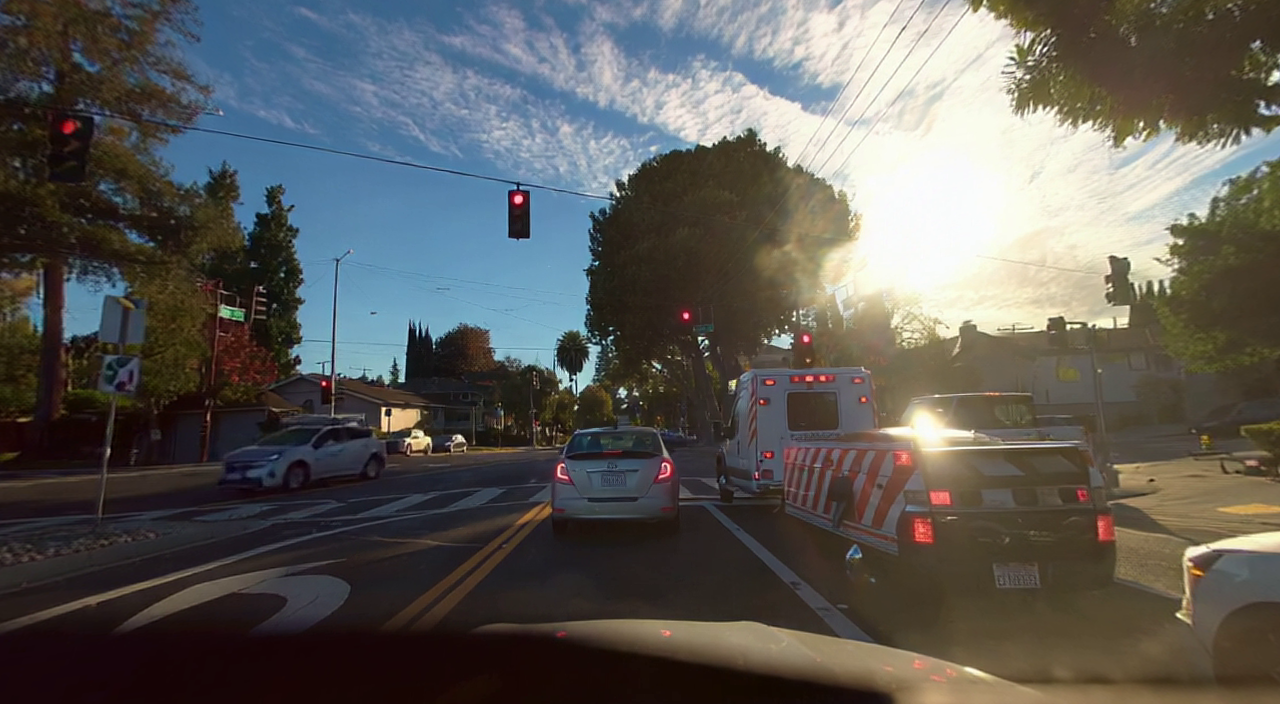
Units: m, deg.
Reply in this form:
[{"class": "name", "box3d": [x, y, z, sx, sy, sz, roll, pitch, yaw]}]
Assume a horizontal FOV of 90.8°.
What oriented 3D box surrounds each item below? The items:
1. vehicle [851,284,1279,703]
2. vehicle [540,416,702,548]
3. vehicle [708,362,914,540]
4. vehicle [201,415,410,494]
[{"class": "vehicle", "box3d": [2.848, 0.892, 2.837, 2.194, 1.820, 4.652, 0, -8, 0]}, {"class": "vehicle", "box3d": [-0.282, 1.971, 10.183, 2.114, 1.707, 3.725, 0, -8, -1]}, {"class": "vehicle", "box3d": [2.883, 1.884, 12.376, 2.406, 2.687, 5.521, 0, -8, 0]}, {"class": "vehicle", "box3d": [-9.745, 3.067, 19.247, 2.349, 1.988, 5.813, -2, -8, 11]}]
